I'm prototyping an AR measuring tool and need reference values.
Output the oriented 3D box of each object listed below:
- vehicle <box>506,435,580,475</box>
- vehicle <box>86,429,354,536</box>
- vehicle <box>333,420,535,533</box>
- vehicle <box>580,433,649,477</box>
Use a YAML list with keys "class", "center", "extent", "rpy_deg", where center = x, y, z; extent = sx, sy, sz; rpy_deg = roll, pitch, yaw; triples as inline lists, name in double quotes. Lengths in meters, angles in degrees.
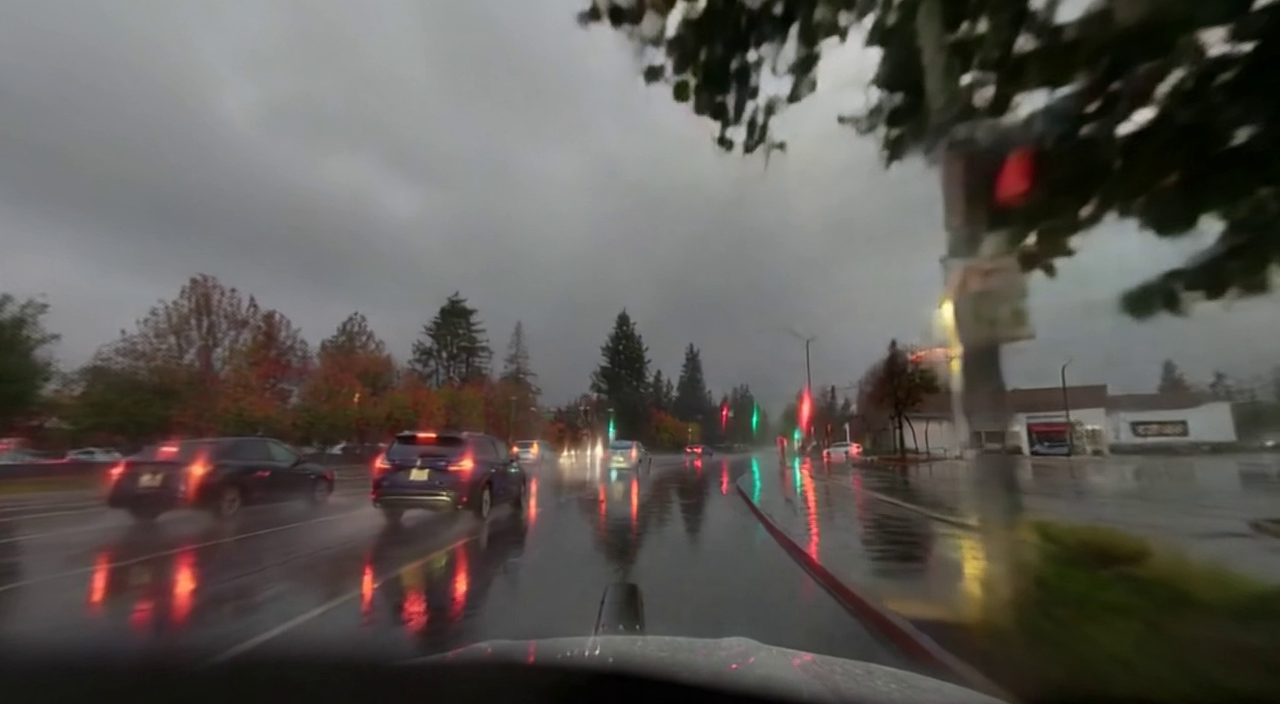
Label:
- class: "vehicle"
  center: [-4.745, 5.170, 31.774]
  extent: [2.160, 1.779, 4.549]
  rpy_deg: [0, -9, 12]
- class: "vehicle"
  center: [-7.337, 2.287, 11.665]
  extent: [1.974, 1.558, 3.949]
  rpy_deg: [1, -9, 5]
- class: "vehicle"
  center: [-3.507, 2.208, 11.749]
  extent: [2.002, 1.664, 4.113]
  rpy_deg: [0, -9, 6]
- class: "vehicle"
  center: [-1.074, 4.808, 29.720]
  extent: [2.167, 1.832, 4.679]
  rpy_deg: [0, -9, 12]
